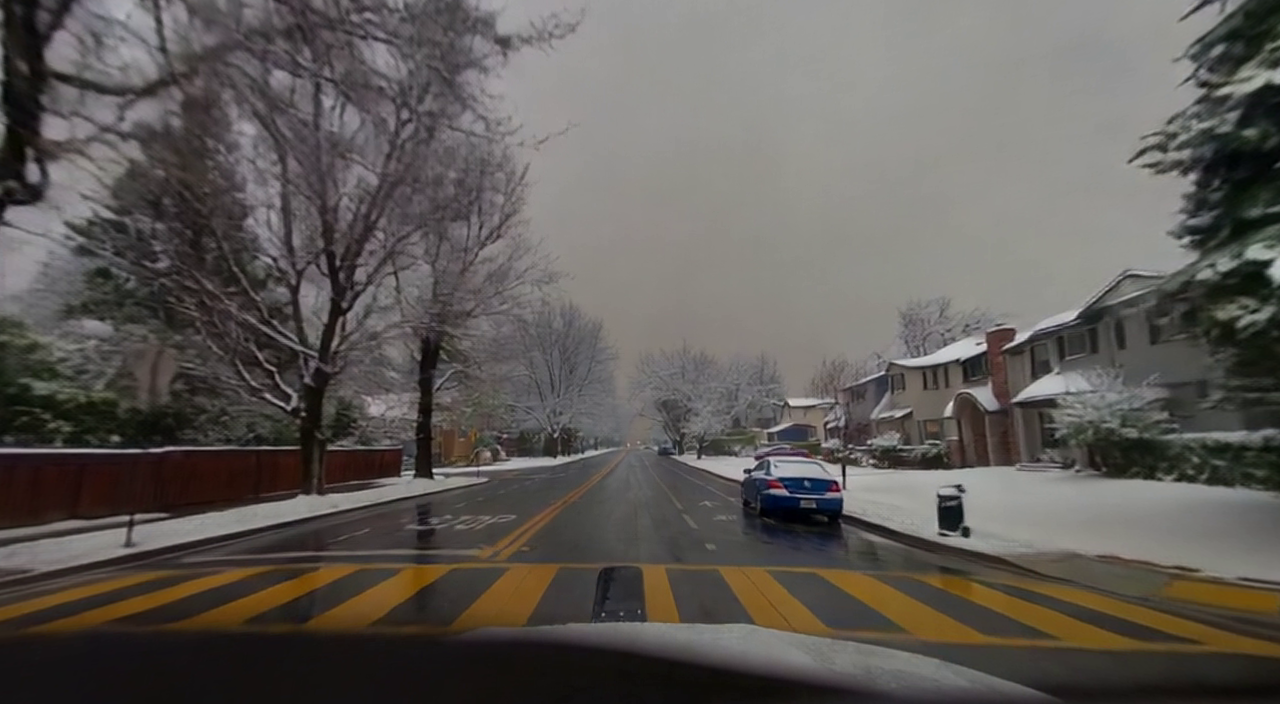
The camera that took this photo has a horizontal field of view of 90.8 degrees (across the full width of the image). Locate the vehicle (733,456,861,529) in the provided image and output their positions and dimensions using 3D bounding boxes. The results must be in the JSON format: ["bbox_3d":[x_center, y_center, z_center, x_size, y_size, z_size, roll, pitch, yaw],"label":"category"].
[{"bbox_3d":[3.710,3.392,15.859,1.961,1.472,4.434,0,-8,-2],"label":"vehicle"}]
